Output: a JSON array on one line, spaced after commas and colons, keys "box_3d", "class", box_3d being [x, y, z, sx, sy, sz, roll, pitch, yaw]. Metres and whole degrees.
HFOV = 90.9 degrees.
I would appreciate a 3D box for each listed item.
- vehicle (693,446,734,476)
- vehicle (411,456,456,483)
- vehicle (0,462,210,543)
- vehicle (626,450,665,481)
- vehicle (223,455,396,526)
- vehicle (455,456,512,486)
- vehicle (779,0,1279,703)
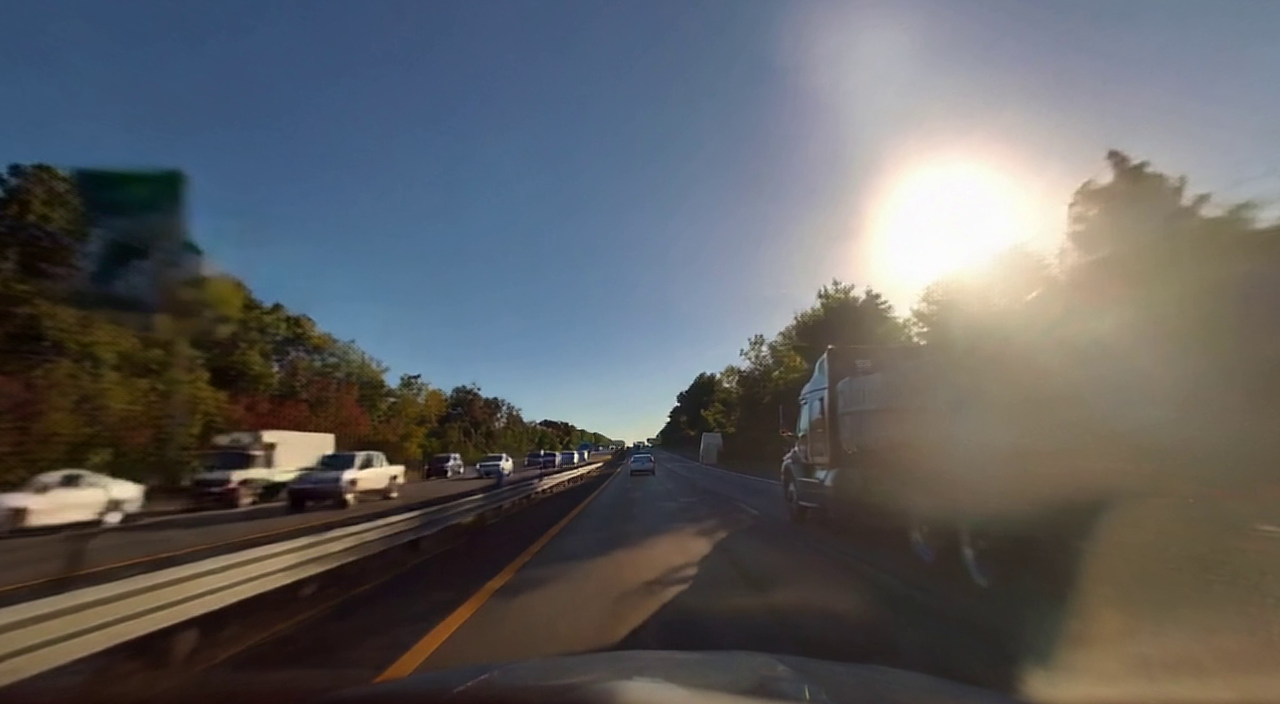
[{"box_3d": [4.669, 7.007, 40.693, 2.020, 1.849, 4.051, 0, -9, -2], "class": "vehicle"}, {"box_3d": [-13.305, 7.534, 40.700, 1.715, 1.590, 3.514, 0, -9, 0], "class": "vehicle"}, {"box_3d": [-12.727, 3.367, 14.768, 2.004, 1.484, 4.667, 0, -9, -1], "class": "vehicle"}, {"box_3d": [0.262, 5.991, 33.447, 1.939, 1.495, 3.612, 0, -9, 0], "class": "vehicle"}, {"box_3d": [-7.891, 3.314, 15.632, 1.965, 1.453, 4.364, 0, -9, -1], "class": "vehicle"}, {"box_3d": [-8.304, 6.349, 33.903, 1.935, 1.477, 4.537, 0, -9, 0], "class": "vehicle"}, {"box_3d": [4.455, 0.738, 7.458, 2.885, 3.679, 12.102, 0, -9, 0], "class": "vehicle"}]
